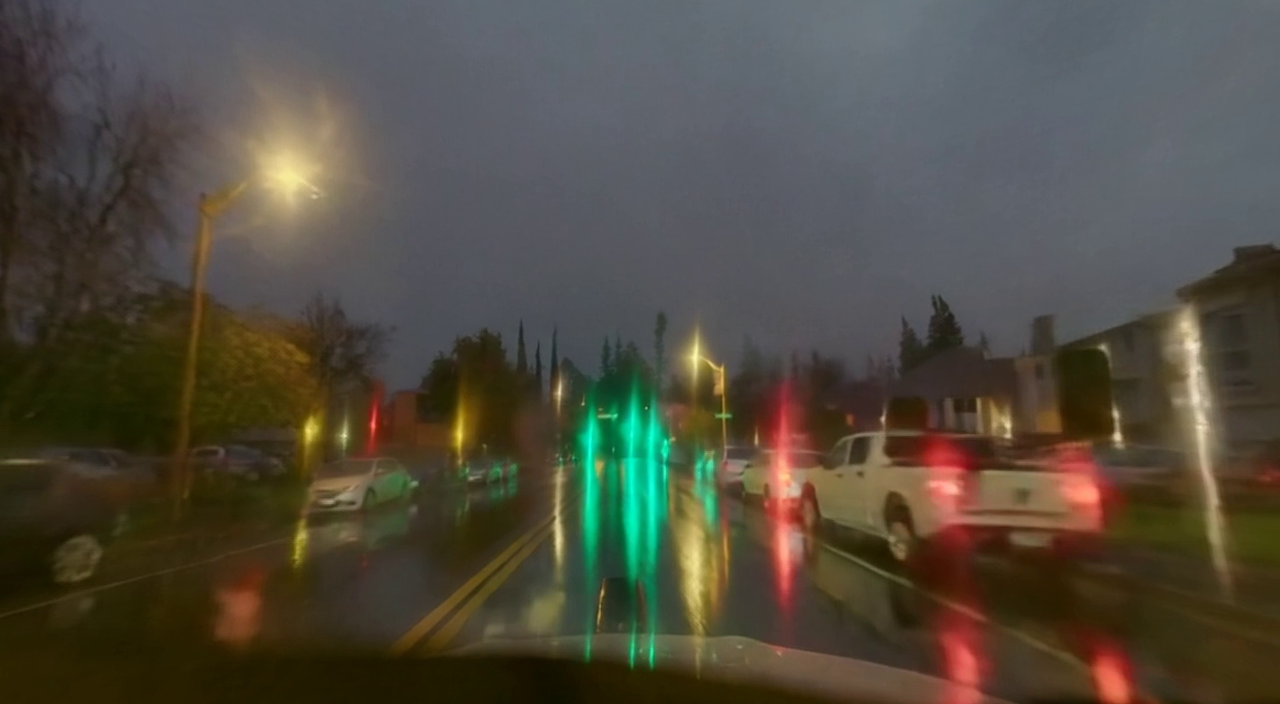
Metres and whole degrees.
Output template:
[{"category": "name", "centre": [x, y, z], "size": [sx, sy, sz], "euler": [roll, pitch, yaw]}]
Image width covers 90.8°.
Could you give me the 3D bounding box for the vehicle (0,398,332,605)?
[{"category": "vehicle", "centre": [-7.260, 2.001, 9.867], "size": [2.382, 2.223, 5.472], "euler": [-3, -6, -3]}]

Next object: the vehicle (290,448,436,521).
[{"category": "vehicle", "centre": [-7.454, 3.550, 17.627], "size": [2.113, 1.486, 4.774], "euler": [-2, -7, -2]}]

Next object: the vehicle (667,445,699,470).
[{"category": "vehicle", "centre": [3.338, 8.252, 49.696], "size": [2.034, 1.906, 4.653], "euler": [0, -8, -2]}]

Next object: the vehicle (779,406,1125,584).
[{"category": "vehicle", "centre": [3.925, 1.922, 9.552], "size": [2.255, 1.863, 5.629], "euler": [0, -8, -1]}]
